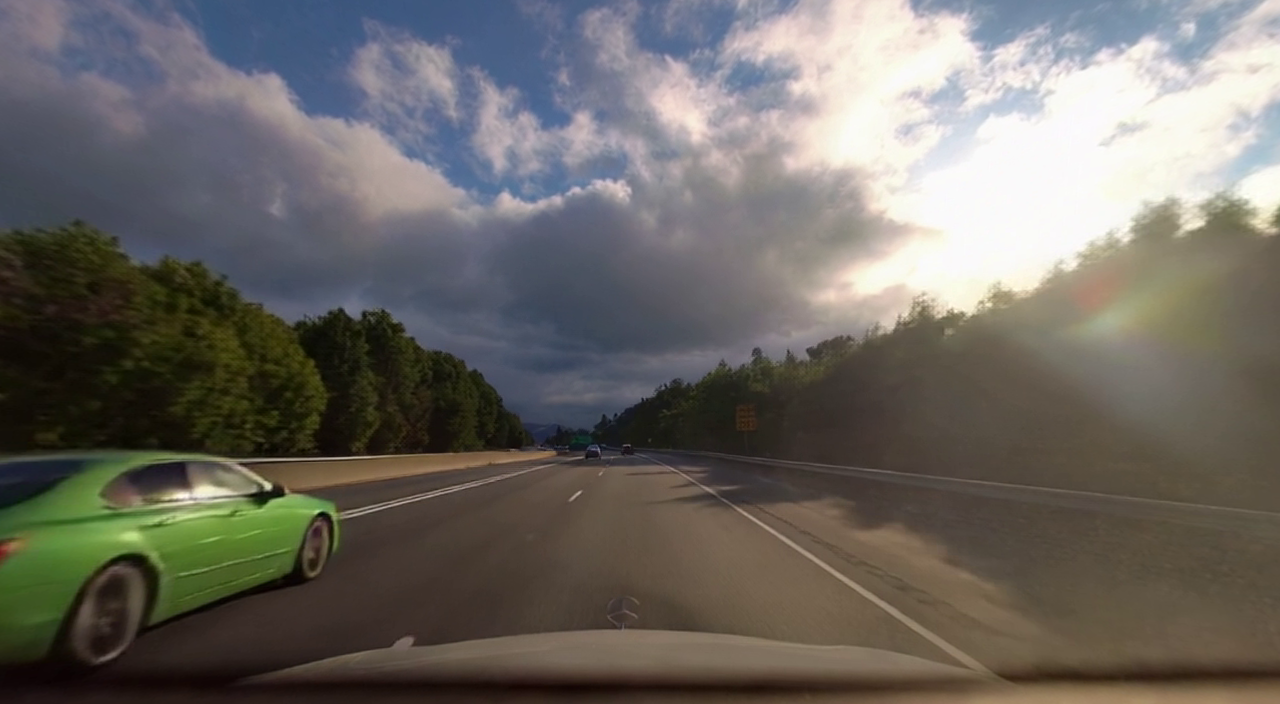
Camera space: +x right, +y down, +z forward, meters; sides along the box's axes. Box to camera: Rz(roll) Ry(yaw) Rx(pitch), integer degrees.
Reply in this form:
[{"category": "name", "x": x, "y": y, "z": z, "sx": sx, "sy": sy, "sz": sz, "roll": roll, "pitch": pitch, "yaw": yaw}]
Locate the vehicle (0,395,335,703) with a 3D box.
[{"category": "vehicle", "x": -4.034, "y": 1.107, "z": 3.847, "sx": 2.017, "sy": 1.522, "sz": 4.569, "roll": 0, "pitch": -9, "yaw": 0}]
